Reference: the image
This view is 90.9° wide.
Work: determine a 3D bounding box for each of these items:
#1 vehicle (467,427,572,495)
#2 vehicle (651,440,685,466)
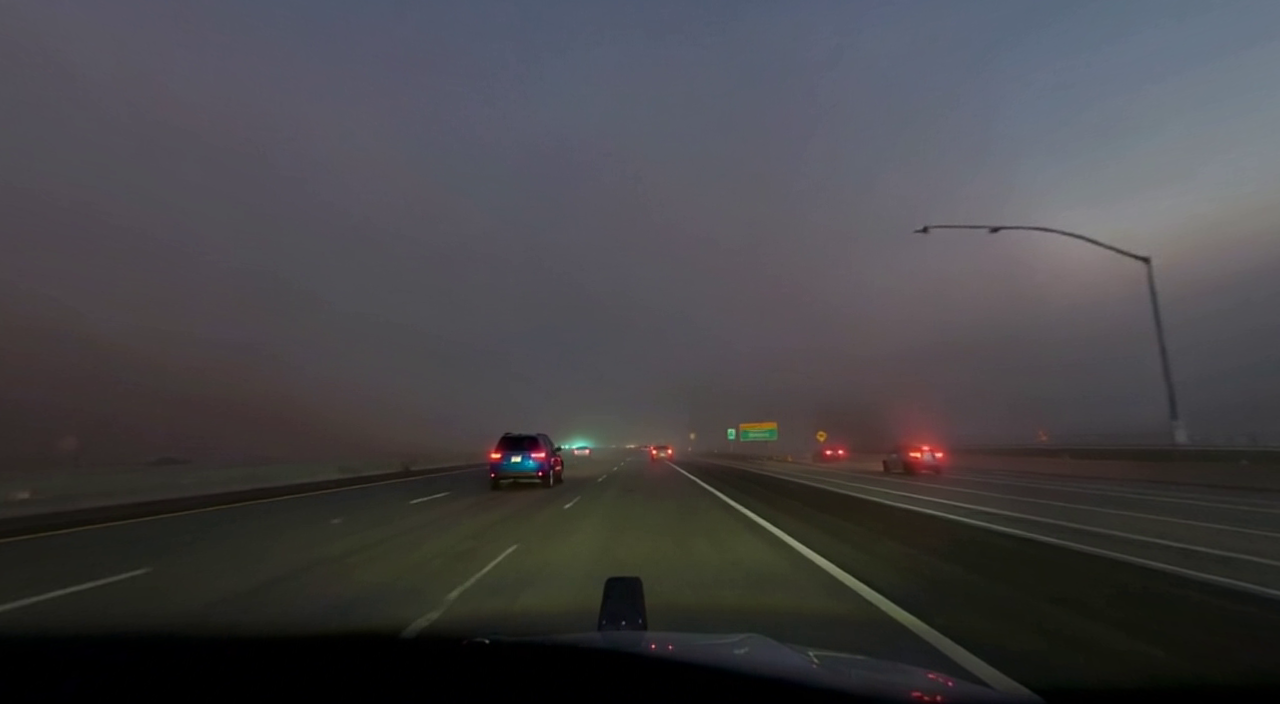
[{"bbox_3d":[-3.399,3.186,18.789,2.214,1.759,4.435,-1,-8,1],"label":"vehicle"},{"bbox_3d":[1.768,6.486,40.693,2.023,1.589,4.030,-1,-8,1],"label":"vehicle"}]
